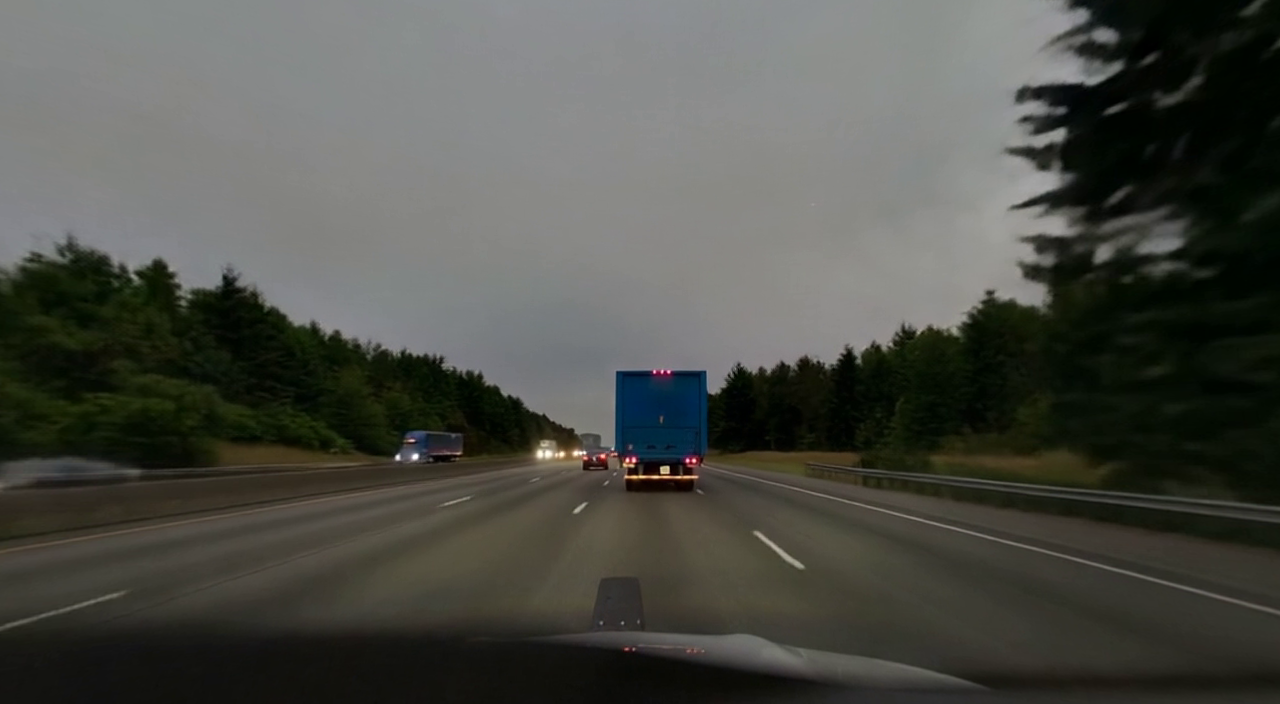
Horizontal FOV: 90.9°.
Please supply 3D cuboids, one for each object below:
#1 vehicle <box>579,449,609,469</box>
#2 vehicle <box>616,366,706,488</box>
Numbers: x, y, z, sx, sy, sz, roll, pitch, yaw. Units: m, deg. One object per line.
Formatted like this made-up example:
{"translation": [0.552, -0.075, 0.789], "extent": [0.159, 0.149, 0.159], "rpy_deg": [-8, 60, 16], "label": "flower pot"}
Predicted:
{"translation": [-3.525, 8.249, 48.835], "extent": [1.985, 1.482, 3.923], "rpy_deg": [0, -9, 0], "label": "vehicle"}
{"translation": [0.626, 3.209, 25.668], "extent": [2.898, 3.973, 10.063], "rpy_deg": [0, -9, -1], "label": "vehicle"}
